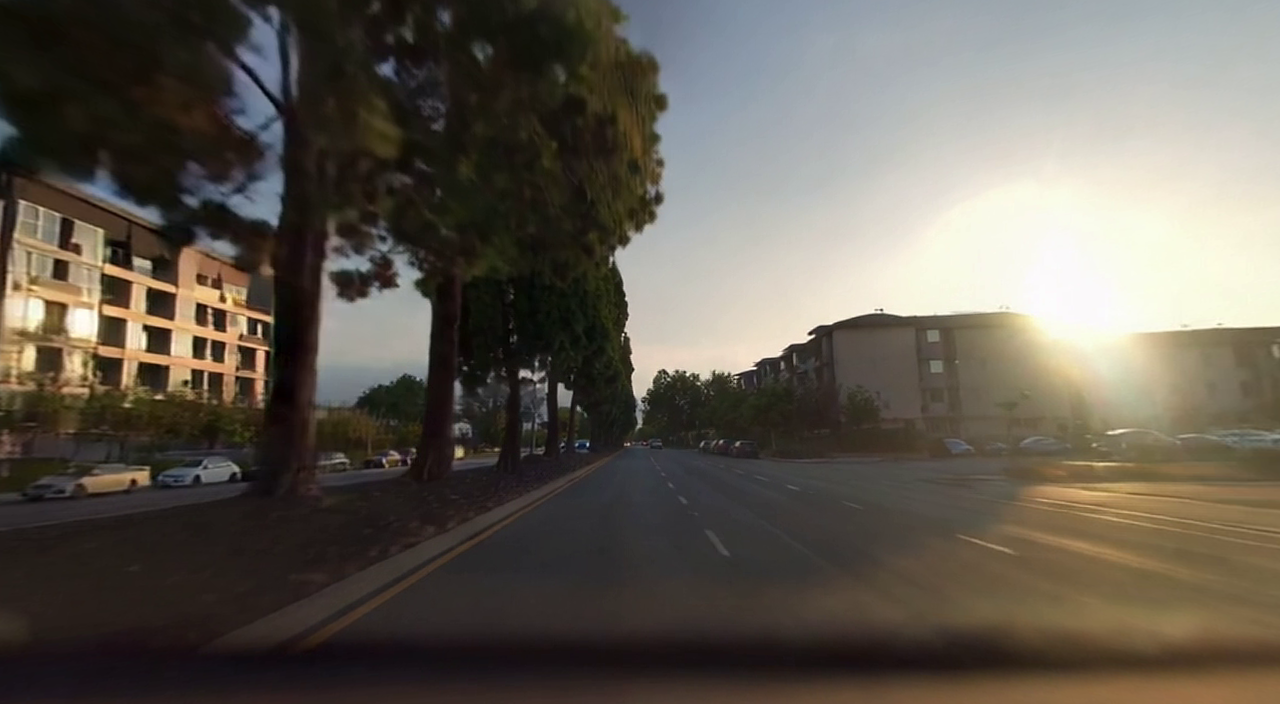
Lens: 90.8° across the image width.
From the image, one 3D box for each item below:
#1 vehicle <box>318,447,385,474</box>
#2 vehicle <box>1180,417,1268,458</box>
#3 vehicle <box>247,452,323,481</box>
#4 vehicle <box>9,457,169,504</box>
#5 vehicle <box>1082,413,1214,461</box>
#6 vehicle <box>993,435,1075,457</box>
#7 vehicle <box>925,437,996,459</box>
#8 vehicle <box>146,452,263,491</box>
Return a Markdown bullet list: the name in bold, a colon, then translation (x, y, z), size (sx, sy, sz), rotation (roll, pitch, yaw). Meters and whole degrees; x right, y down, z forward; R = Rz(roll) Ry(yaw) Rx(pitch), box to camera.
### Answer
- **vehicle**: translation (-20.352, 7.645, 44.830), size (2.012, 1.636, 4.997), rotation (-3, -8, 7)
- **vehicle**: translation (36.855, 5.427, 39.922), size (3.698, 2.517, 2.072), rotation (2, -9, -12)
- **vehicle**: translation (-19.773, 6.368, 35.399), size (1.959, 1.459, 4.150), rotation (0, -8, -2)
- **vehicle**: translation (-20.260, 4.704, 23.560), size (1.798, 1.487, 4.486), rotation (0, -8, 2)
- **vehicle**: translation (31.074, 5.251, 38.723), size (6.797, 2.774, 2.304), rotation (2, -9, -12)
- **vehicle**: translation (30.351, 7.237, 48.710), size (5.245, 1.609, 2.167), rotation (2, -9, -13)
- **vehicle**: translation (23.994, 7.213, 47.322), size (4.549, 1.565, 1.831), rotation (2, -9, -13)
- **vehicle**: translation (-19.717, 5.441, 28.922), size (1.920, 1.561, 4.654), rotation (-2, -10, 2)
